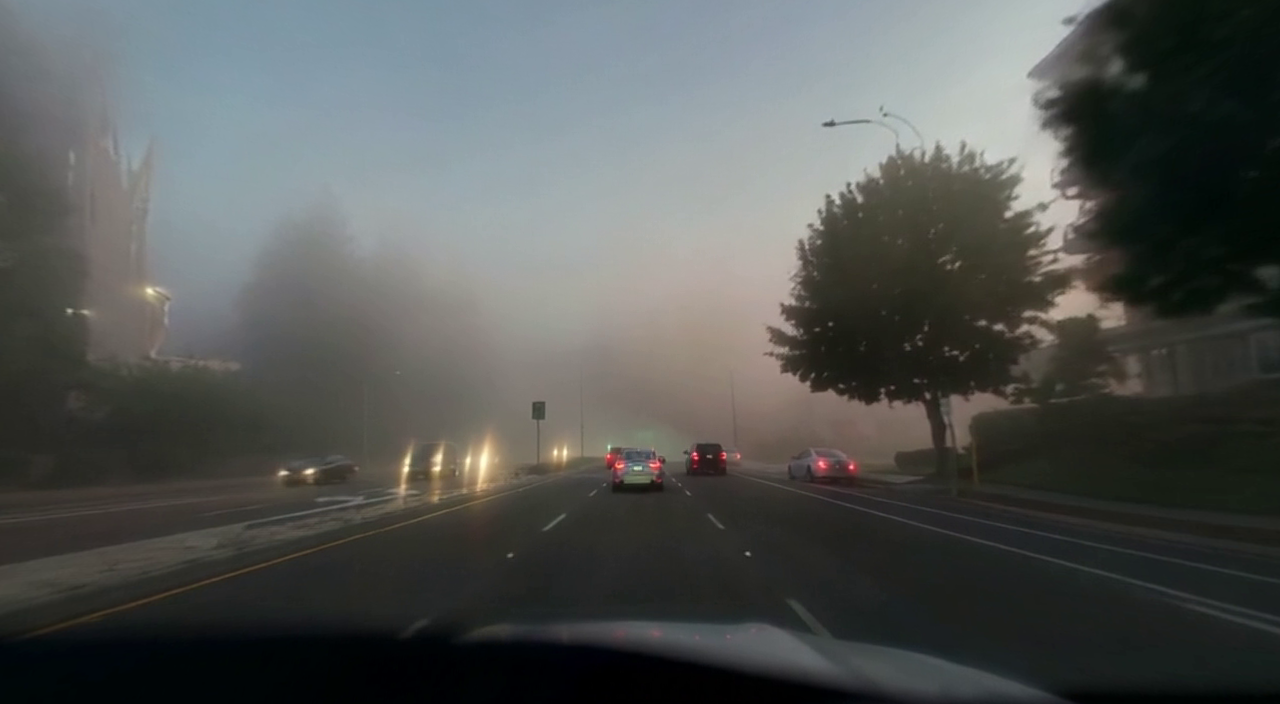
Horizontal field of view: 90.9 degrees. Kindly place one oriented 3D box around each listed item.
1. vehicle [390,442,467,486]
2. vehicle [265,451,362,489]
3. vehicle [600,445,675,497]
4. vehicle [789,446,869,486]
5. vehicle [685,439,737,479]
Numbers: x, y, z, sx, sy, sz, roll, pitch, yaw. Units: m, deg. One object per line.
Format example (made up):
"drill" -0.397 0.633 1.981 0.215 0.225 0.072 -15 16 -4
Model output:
"vehicle" -9.453 5.014 28.610 2.090 1.785 4.692 0 -9 -4
"vehicle" -14.489 5.233 28.293 1.926 1.480 4.337 0 -9 1
"vehicle" -0.044 3.712 20.110 2.140 1.474 4.026 0 -9 1
"vehicle" 7.760 4.697 26.338 1.980 1.497 4.345 0 -9 0
"vehicle" 3.405 5.218 31.053 2.073 1.822 4.276 0 -9 0
